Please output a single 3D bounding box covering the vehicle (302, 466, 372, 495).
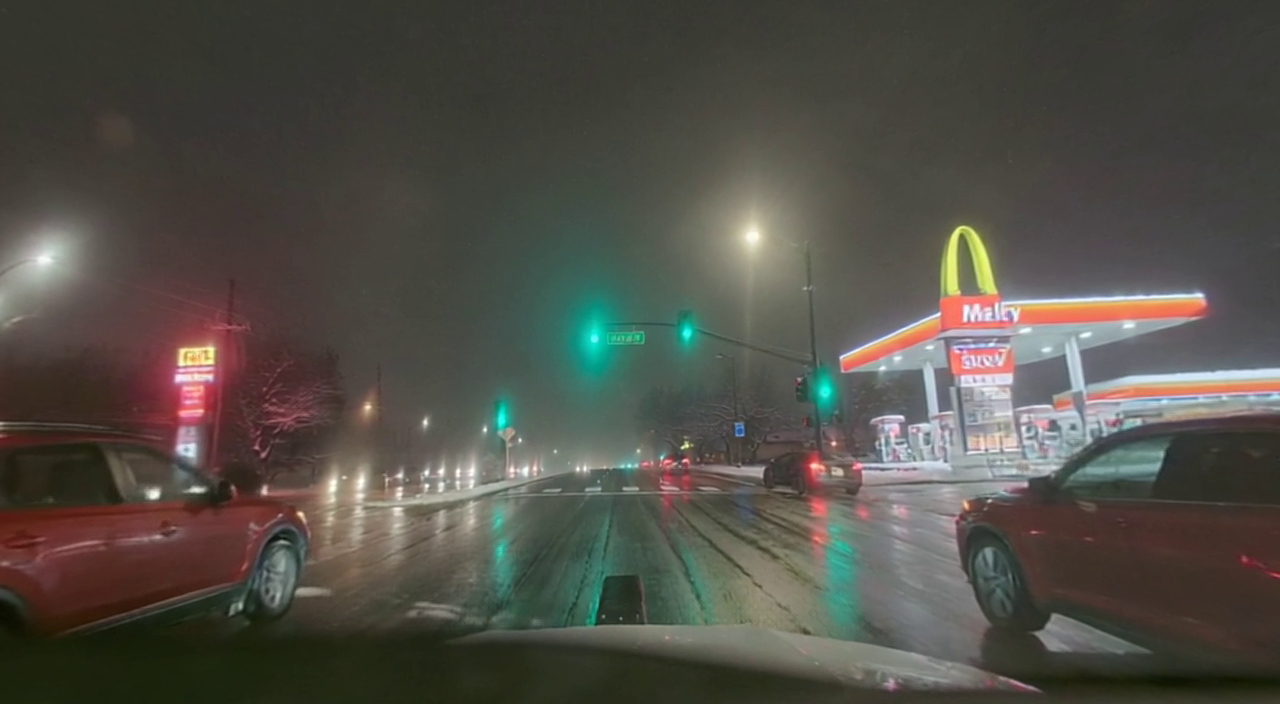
[{"bbox_3d":[-18.378,7.806,38.593,2.083,1.466,4.565,0,-9,-1],"label":"vehicle"}]

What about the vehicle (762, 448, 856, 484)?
[{"bbox_3d":[8.656,5.835,32.680,2.066,1.699,4.419,5,-10,-32],"label":"vehicle"}]

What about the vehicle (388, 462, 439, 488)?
[{"bbox_3d":[-15.004,8.167,42.079,1.751,1.484,4.561,0,-9,-1],"label":"vehicle"}]

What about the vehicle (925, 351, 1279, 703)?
[{"bbox_3d":[3.306,0.888,2.627,2.085,1.655,4.459,0,-9,-1],"label":"vehicle"}]

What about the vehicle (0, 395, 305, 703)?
[{"bbox_3d":[-3.711,1.069,3.118,1.935,1.617,4.045,0,-9,-1],"label":"vehicle"}]
